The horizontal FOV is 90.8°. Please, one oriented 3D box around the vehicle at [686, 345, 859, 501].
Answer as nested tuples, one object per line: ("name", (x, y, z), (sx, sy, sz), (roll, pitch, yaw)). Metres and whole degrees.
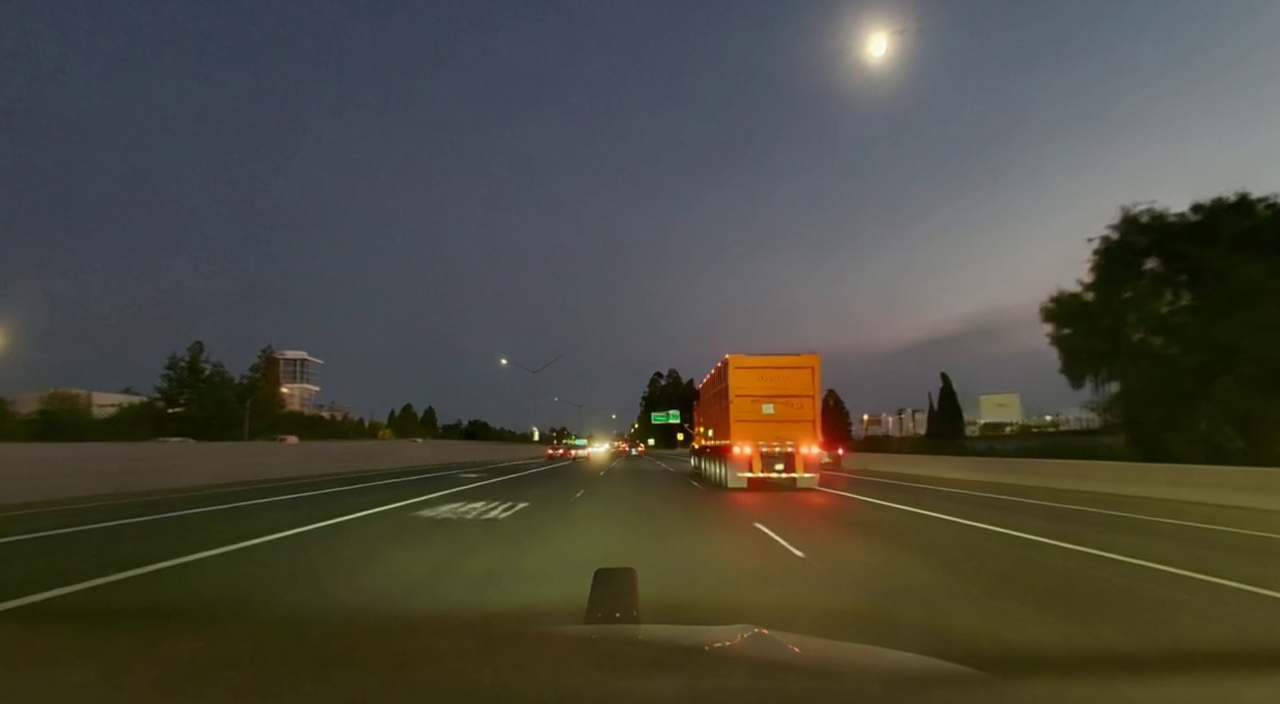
("vehicle", (3.405, 2.403, 19.831), (2.966, 3.586, 10.563), (0, -9, -1))
